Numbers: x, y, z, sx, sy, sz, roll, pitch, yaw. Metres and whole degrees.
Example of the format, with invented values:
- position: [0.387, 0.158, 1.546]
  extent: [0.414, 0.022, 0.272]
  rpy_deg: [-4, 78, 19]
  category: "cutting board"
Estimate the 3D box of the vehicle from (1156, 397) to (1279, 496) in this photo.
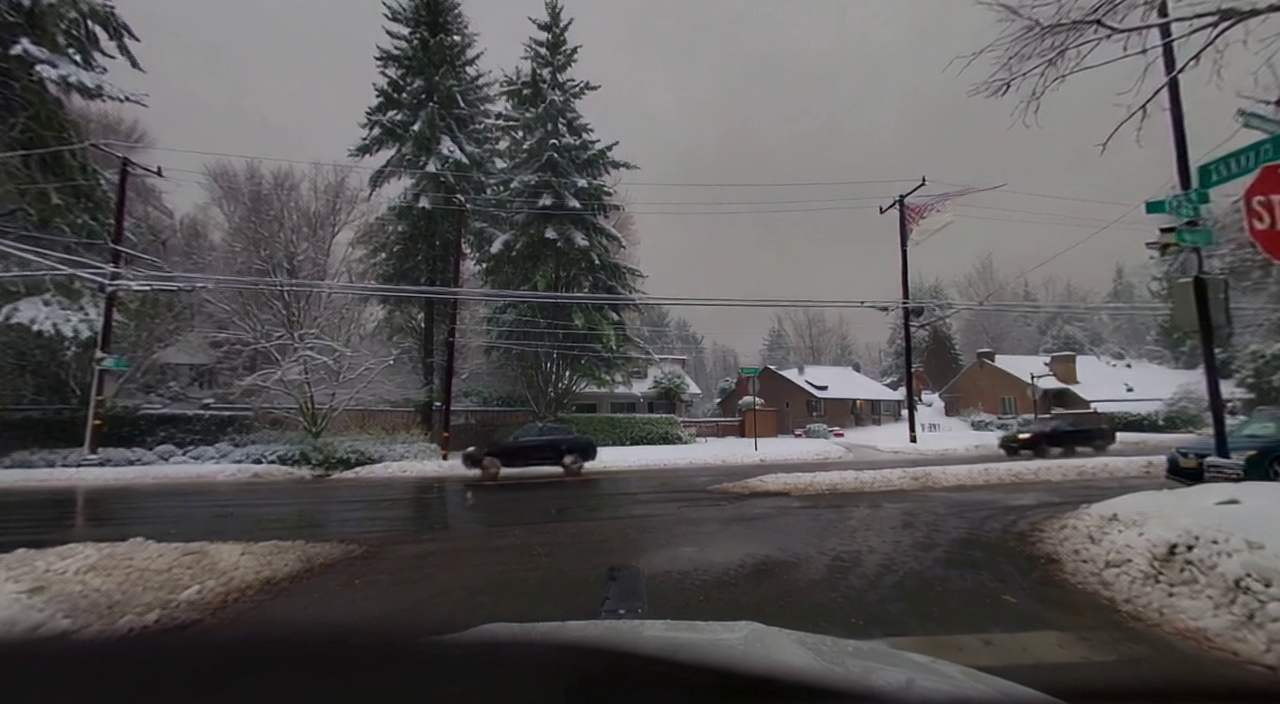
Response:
- position: [12.802, 1.794, 12.130]
  extent: [4.208, 1.685, 2.014]
  rpy_deg: [1, -8, -8]
  category: "vehicle"

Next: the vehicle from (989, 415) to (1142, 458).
- position: [15.576, 3.121, 23.220]
  extent: [4.548, 1.469, 1.864]
  rpy_deg: [1, -8, -11]
  category: "vehicle"

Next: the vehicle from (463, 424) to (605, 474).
- position: [-3.465, 3.149, 20.588]
  extent: [4.296, 1.499, 1.814]
  rpy_deg: [3, -9, -19]
  category: "vehicle"
